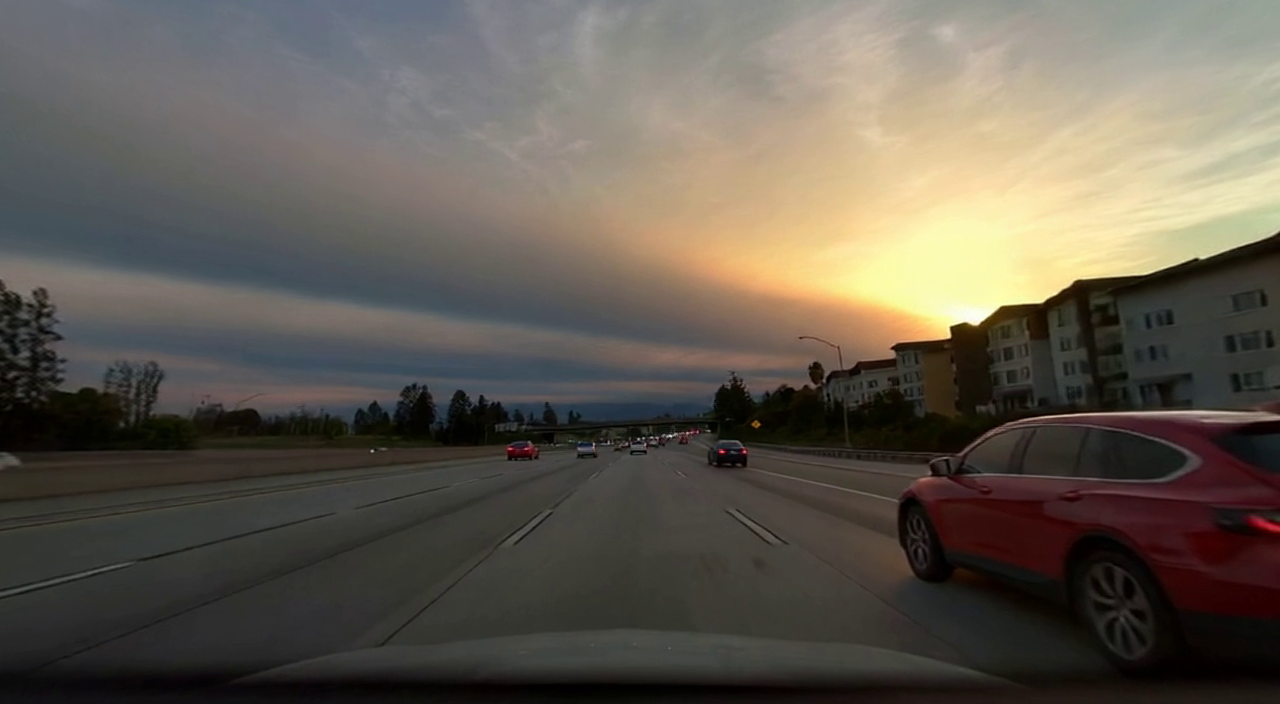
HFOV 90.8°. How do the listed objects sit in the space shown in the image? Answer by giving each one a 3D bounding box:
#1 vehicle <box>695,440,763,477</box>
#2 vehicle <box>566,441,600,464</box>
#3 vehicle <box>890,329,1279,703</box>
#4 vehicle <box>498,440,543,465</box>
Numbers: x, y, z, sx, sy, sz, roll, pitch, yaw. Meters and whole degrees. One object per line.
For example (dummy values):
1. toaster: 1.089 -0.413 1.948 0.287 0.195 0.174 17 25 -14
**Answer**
1. vehicle: 3.733 4.564 27.358 2.061 1.459 4.273 1 -9 -4
2. vehicle: -3.846 6.852 43.247 2.002 1.466 4.378 0 -9 0
3. vehicle: 3.455 0.975 3.774 2.080 1.694 4.286 0 -9 -1
4. vehicle: -7.673 6.534 41.069 2.021 1.496 4.495 0 -9 0
